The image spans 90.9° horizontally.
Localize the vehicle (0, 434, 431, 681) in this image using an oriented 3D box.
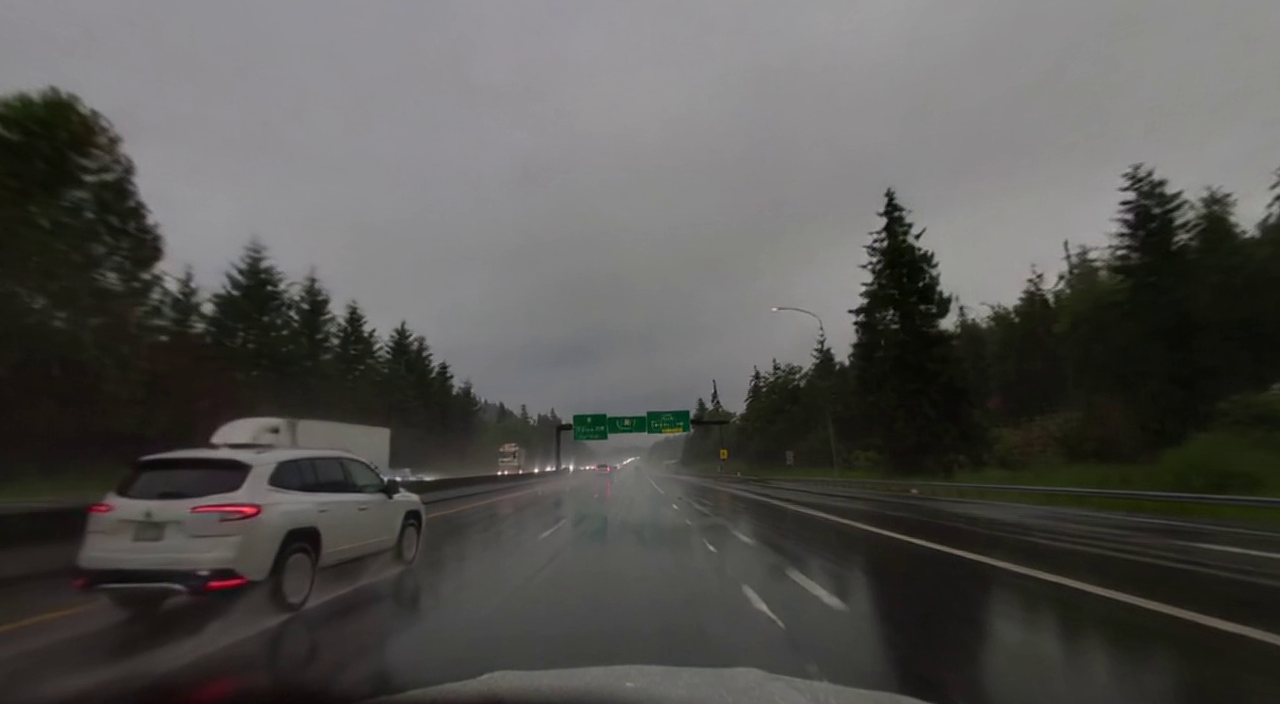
[{"bbox_3d":[-3.796,1.633,6.054,1.998,1.427,4.462,1,-11,0],"label":"vehicle"}]
